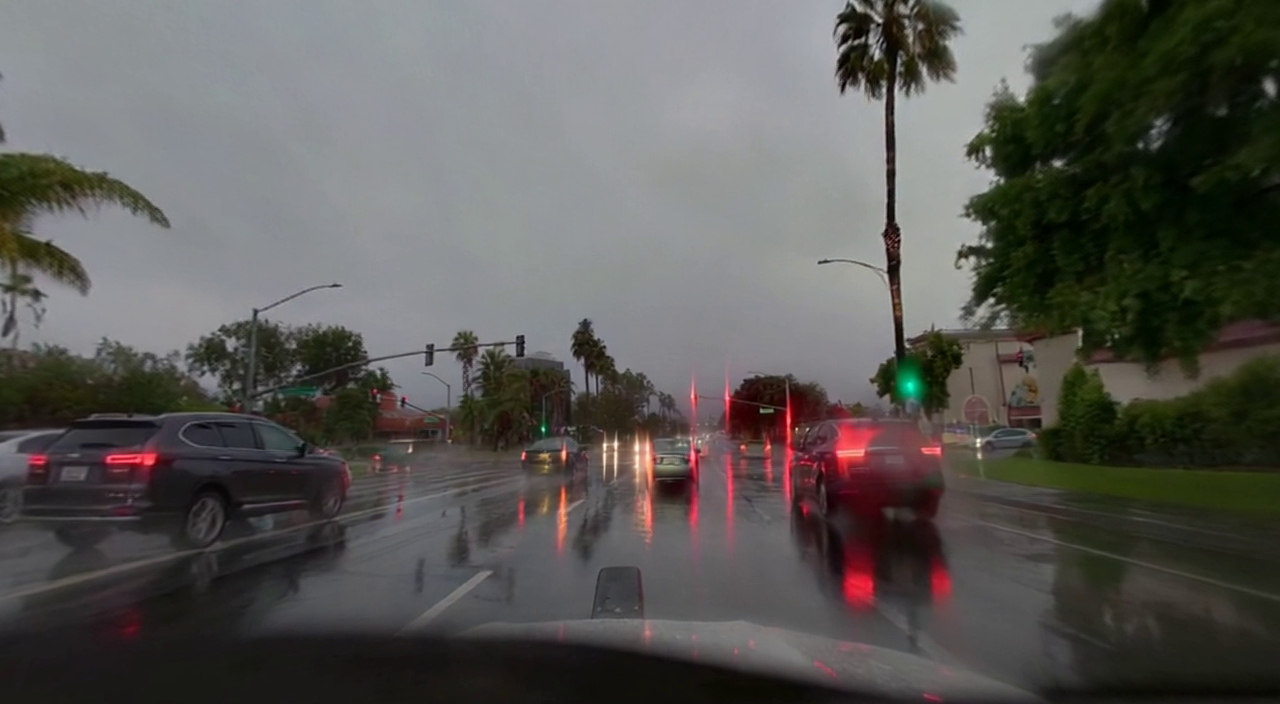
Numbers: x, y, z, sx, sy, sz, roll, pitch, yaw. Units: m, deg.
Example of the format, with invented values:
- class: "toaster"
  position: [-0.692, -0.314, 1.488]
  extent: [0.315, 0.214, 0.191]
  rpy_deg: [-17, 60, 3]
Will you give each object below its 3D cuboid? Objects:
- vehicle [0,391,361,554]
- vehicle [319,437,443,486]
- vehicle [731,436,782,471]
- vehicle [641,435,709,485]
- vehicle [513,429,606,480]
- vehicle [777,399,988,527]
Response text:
- class: "vehicle"
  position: [-6.554, 1.764, 9.806]
  extent: [2.127, 1.888, 4.637]
  rpy_deg: [-1, -9, 3]
- class: "vehicle"
  position: [-8.583, 3.662, 21.459]
  extent: [2.017, 1.472, 4.418]
  rpy_deg: [-1, -9, 5]
- class: "vehicle"
  position: [5.482, 4.828, 30.179]
  extent: [2.149, 1.532, 4.168]
  rpy_deg: [-1, -9, 7]
- class: "vehicle"
  position: [1.181, 3.582, 21.182]
  extent: [2.057, 1.492, 3.825]
  rpy_deg: [-1, -9, 4]
- class: "vehicle"
  position: [-2.923, 3.919, 24.315]
  extent: [2.088, 1.746, 4.650]
  rpy_deg: [-2, -9, 12]
- class: "vehicle"
  position: [4.245, 2.074, 12.255]
  extent: [2.267, 1.931, 5.145]
  rpy_deg: [-1, -8, 3]
